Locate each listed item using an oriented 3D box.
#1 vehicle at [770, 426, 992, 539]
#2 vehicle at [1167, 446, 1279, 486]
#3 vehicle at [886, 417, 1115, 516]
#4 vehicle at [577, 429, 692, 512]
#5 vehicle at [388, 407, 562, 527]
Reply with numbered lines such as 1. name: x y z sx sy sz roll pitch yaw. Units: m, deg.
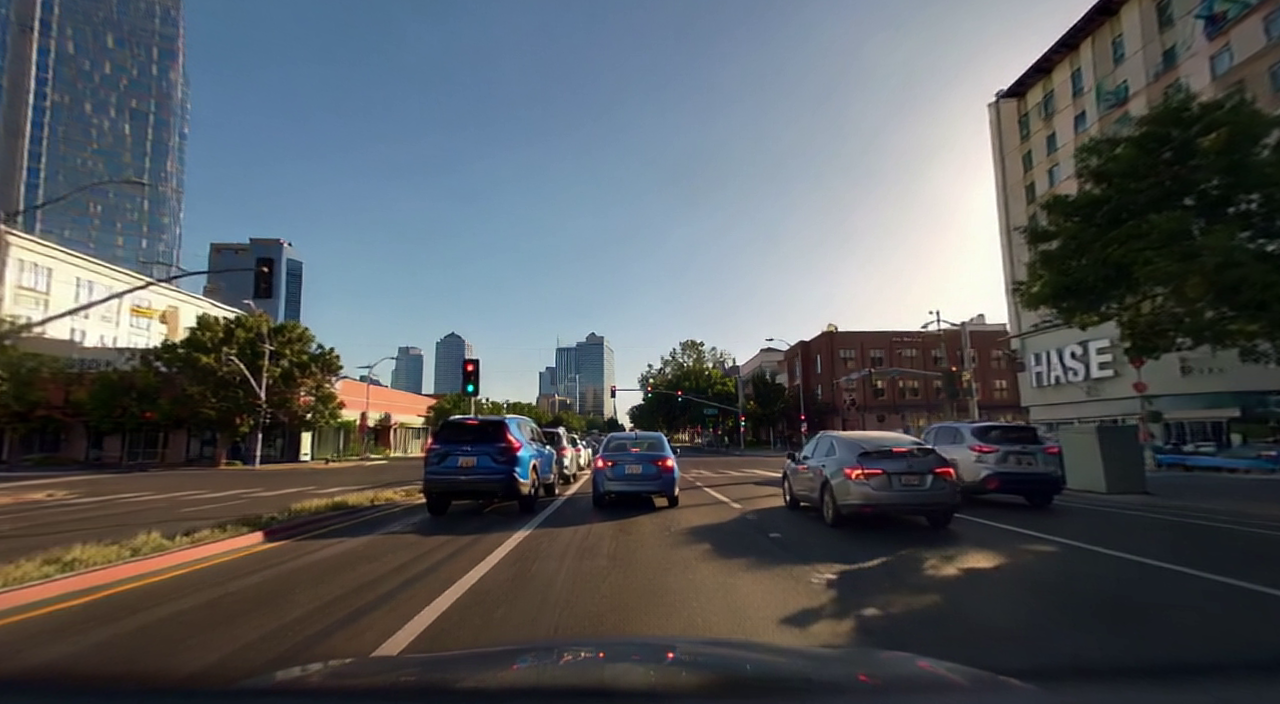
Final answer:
1. vehicle: 3.632 2.040 10.553 1.861 1.473 4.393 0 -8 -2
2. vehicle: 23.179 4.313 24.091 4.368 1.448 1.876 0 -8 2
3. vehicle: 7.278 2.365 13.531 2.068 1.731 4.752 0 -8 0
4. vehicle: -0.130 2.462 13.563 2.097 1.480 4.006 0 -8 -1
5. vehicle: -2.836 2.128 12.171 2.064 1.825 4.760 0 -8 0
